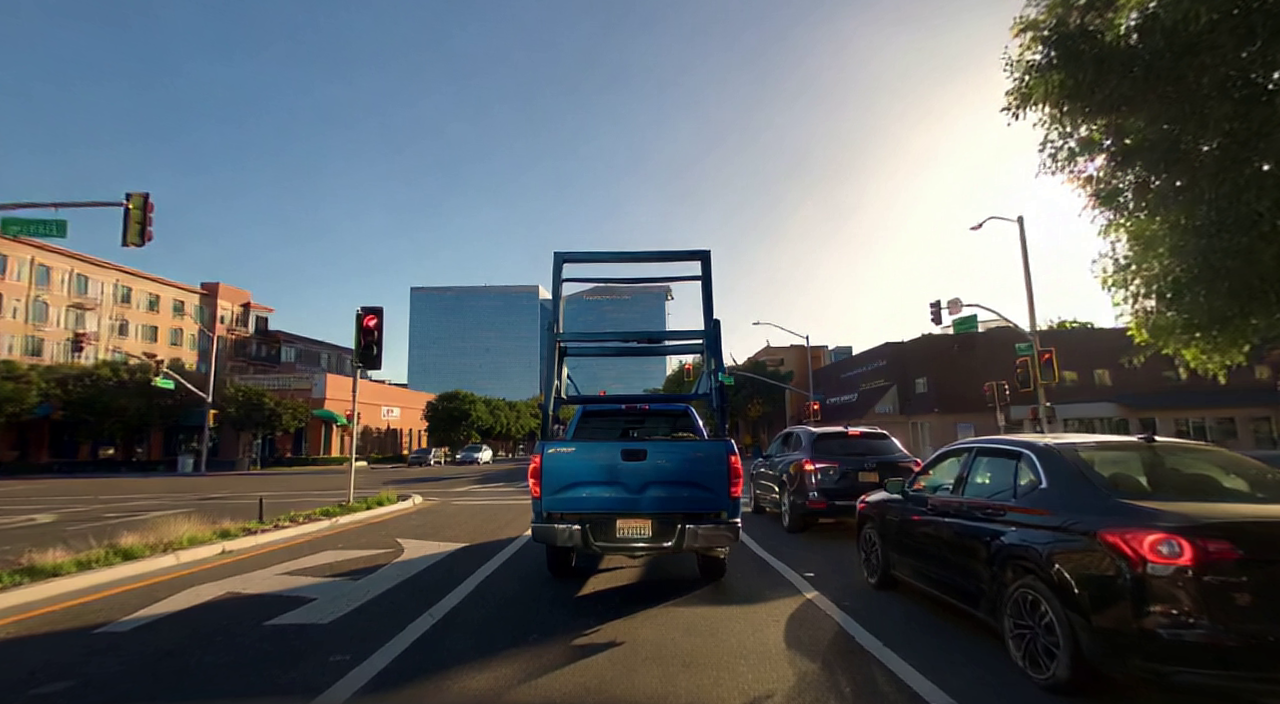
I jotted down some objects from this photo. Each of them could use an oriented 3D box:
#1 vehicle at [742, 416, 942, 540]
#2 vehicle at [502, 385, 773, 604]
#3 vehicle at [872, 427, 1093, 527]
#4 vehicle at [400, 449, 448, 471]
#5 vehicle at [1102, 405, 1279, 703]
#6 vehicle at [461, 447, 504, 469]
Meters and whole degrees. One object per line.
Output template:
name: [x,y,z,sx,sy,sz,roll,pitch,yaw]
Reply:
vehicle: [3.231,2.119,11.250,2.013,1.742,4.424,0,-8,-1]
vehicle: [-0.118,1.570,7.870,2.344,1.883,4.572,0,-8,-3]
vehicle: [6.545,2.410,12.802,2.002,1.651,4.305,0,-8,-1]
vehicle: [-15.828,7.904,46.557,1.915,1.491,4.347,0,-8,1]
vehicle: [3.253,0.708,0.764,2.057,1.463,4.365,0,-8,0]
vehicle: [-11.741,7.917,47.388,1.989,1.459,4.667,0,-8,1]
